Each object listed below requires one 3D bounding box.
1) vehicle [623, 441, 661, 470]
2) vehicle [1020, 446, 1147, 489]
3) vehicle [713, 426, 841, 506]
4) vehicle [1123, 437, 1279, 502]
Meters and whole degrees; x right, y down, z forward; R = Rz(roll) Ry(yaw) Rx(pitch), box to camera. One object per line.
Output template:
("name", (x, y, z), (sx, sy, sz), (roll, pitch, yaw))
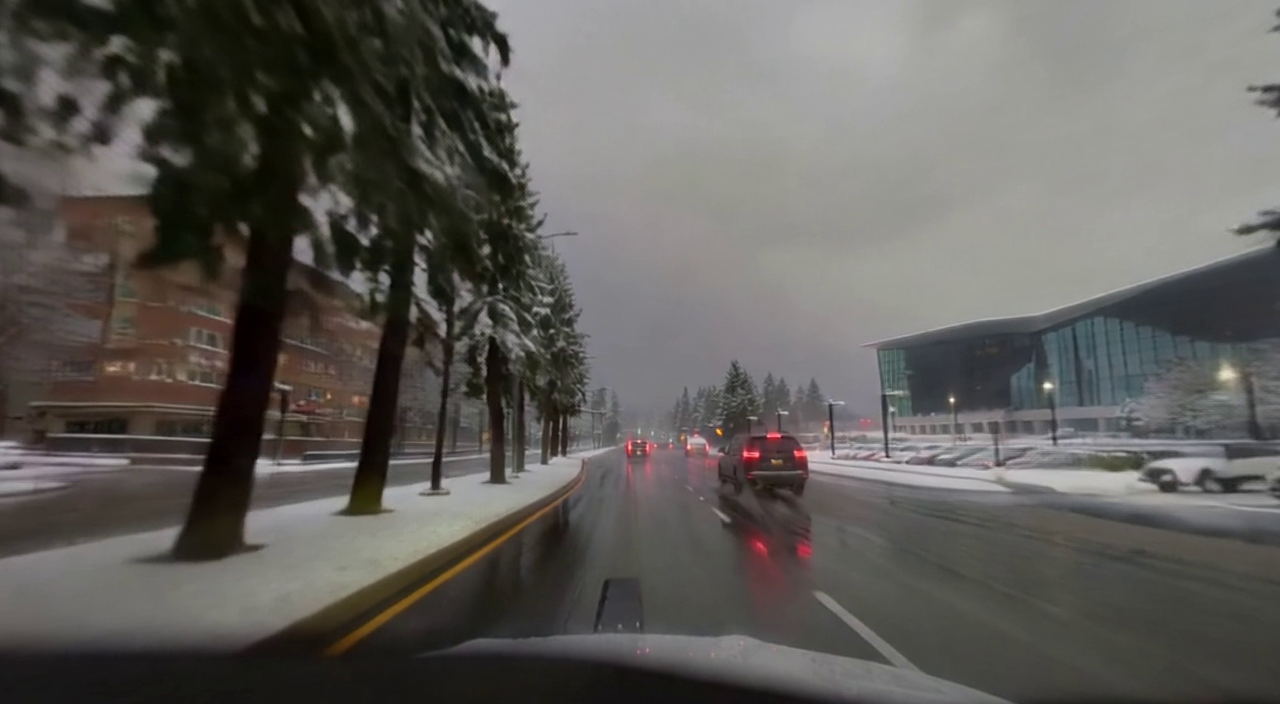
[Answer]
("vehicle", (0.101, 6.144, 37.638), (2.145, 1.572, 4.021), (0, -9, -1))
("vehicle", (17.458, 4.519, 24.899), (3.958, 1.524, 2.061), (3, -10, -20))
("vehicle", (3.425, 2.998, 16.944), (2.235, 1.806, 4.818), (0, -9, -1))
("vehicle", (16.473, 3.328, 18.364), (1.914, 1.644, 4.378), (-2, -8, 10))
